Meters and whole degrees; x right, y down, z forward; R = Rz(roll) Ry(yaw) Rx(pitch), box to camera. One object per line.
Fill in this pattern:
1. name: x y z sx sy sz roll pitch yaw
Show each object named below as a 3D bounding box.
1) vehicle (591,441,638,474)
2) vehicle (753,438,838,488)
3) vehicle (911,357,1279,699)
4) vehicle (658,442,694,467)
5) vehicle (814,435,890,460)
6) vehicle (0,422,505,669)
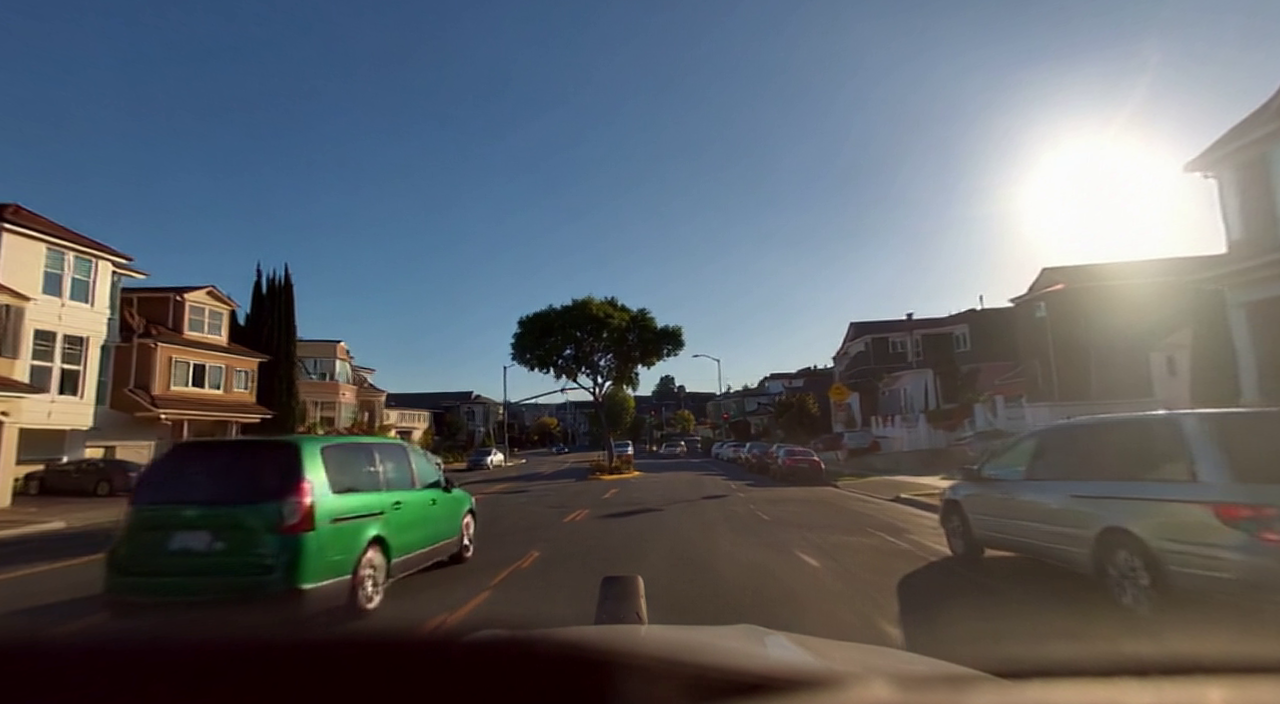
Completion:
1. vehicle: -1.211 5.244 31.551 1.986 1.508 4.261 -1 -8 3
2. vehicle: 5.141 3.726 21.541 1.964 1.485 4.454 -1 -8 3
3. vehicle: 4.386 1.235 5.530 2.069 1.780 4.480 0 -8 1
4. vehicle: 2.197 6.399 39.587 2.081 1.475 4.361 0 -8 2
5. vehicle: 13.050 5.874 39.034 4.046 1.450 1.814 -1 -8 4
6. vehicle: -2.979 1.534 6.207 2.069 1.510 4.325 -1 -8 4
